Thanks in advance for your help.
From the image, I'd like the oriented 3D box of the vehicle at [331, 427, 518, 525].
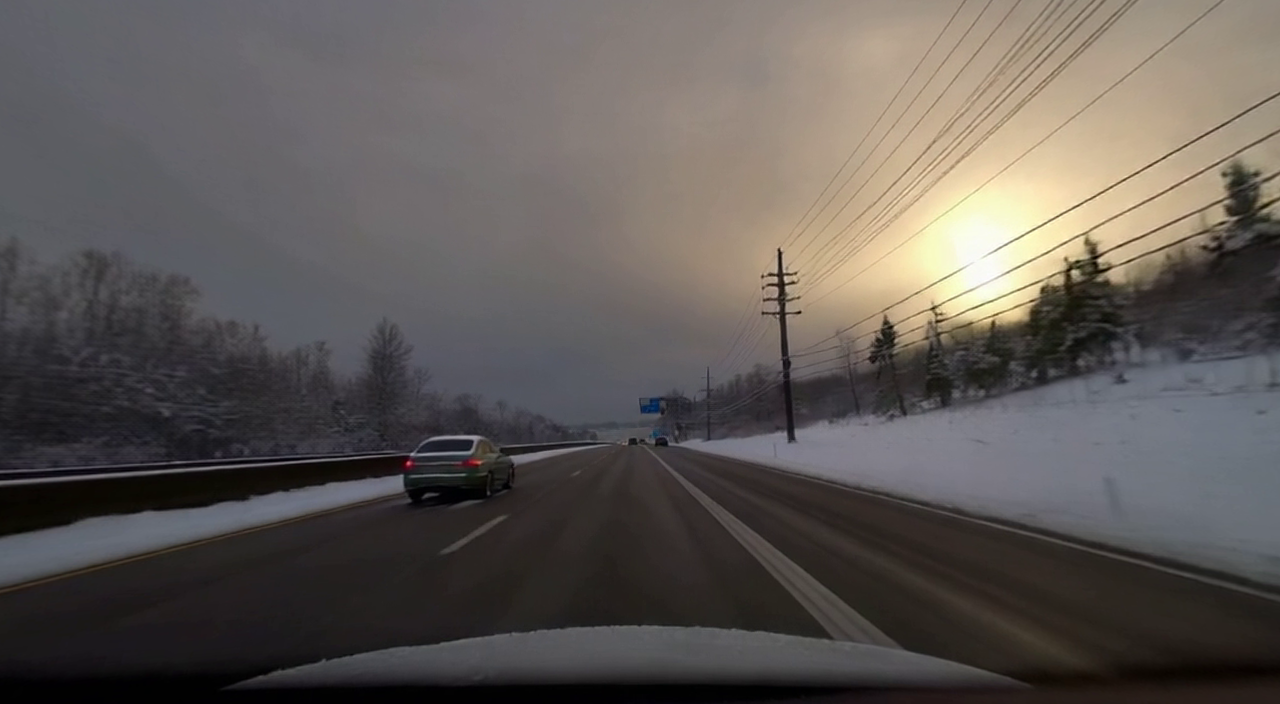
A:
[{"bbox_3d":[-3.933,2.332,12.570,2.016,1.543,4.870,0,-8,0],"label":"vehicle"}]
